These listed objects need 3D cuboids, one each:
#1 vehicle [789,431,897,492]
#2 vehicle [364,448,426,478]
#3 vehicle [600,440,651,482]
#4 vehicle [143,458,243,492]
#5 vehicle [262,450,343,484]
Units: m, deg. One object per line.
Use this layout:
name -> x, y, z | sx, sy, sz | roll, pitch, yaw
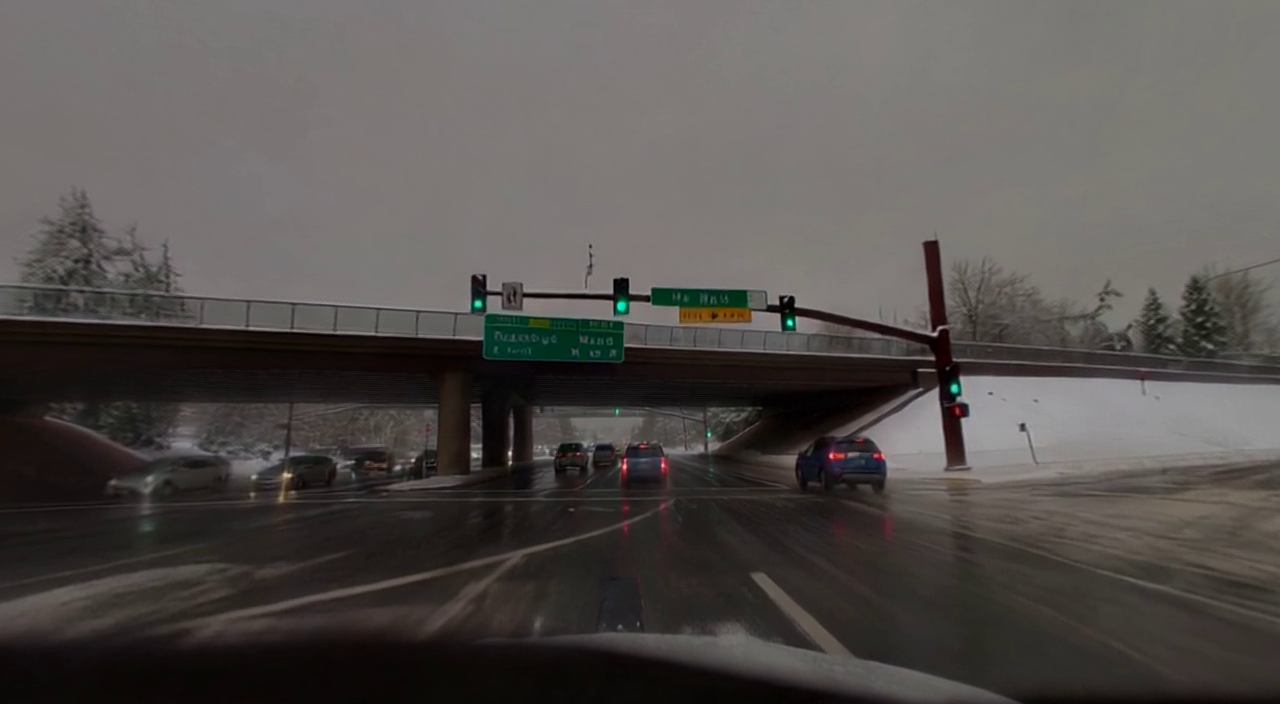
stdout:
vehicle -> 6.629, 3.614, 21.203 | 2.074, 1.785, 4.320 | 0, -8, -1
vehicle -> -16.375, 7.383, 42.480 | 2.132, 1.664, 4.720 | -4, -8, 2
vehicle -> -0.574, 4.949, 29.003 | 2.060, 1.768, 4.681 | 0, -8, 2
vehicle -> -23.356, 6.407, 33.264 | 1.849, 1.539, 4.665 | 0, -8, -1
vehicle -> -19.272, 6.550, 36.398 | 1.990, 1.789, 4.973 | 0, -8, -1
